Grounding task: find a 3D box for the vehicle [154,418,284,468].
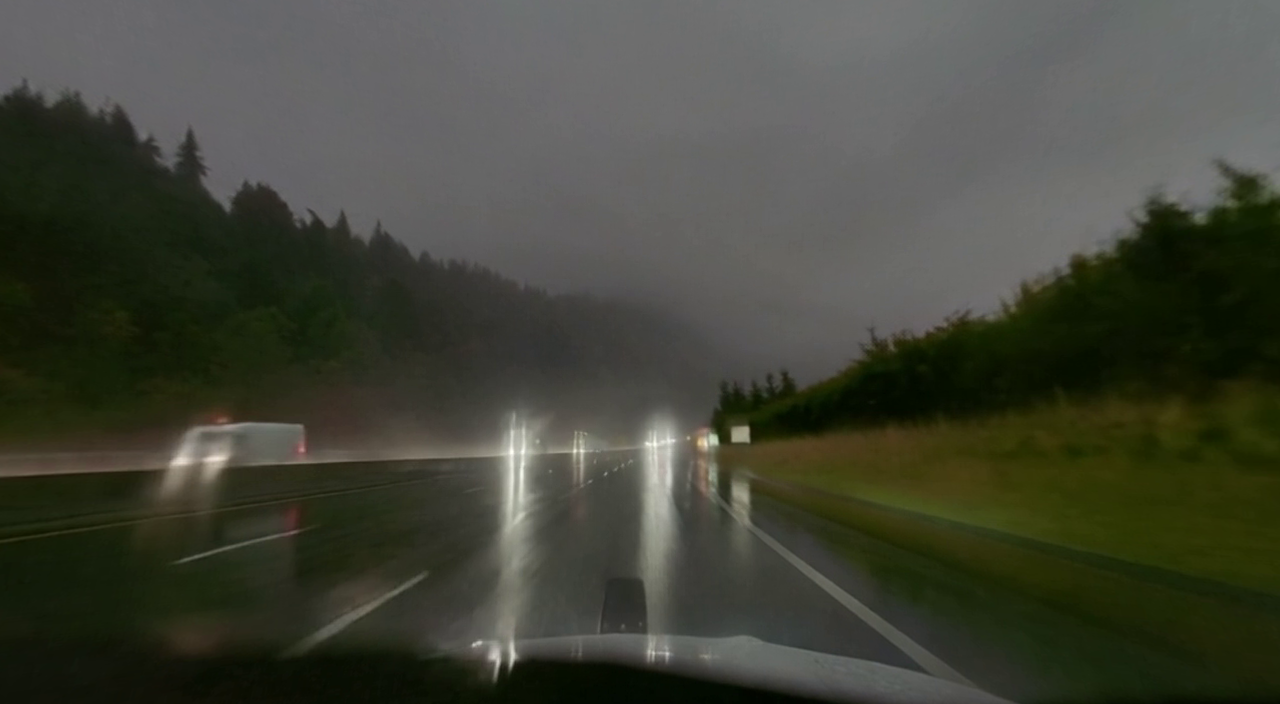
[{"bbox_3d":[-19.334,4.271,29.368,2.257,2.085,5.396,0,-9,1],"label":"vehicle"}]
